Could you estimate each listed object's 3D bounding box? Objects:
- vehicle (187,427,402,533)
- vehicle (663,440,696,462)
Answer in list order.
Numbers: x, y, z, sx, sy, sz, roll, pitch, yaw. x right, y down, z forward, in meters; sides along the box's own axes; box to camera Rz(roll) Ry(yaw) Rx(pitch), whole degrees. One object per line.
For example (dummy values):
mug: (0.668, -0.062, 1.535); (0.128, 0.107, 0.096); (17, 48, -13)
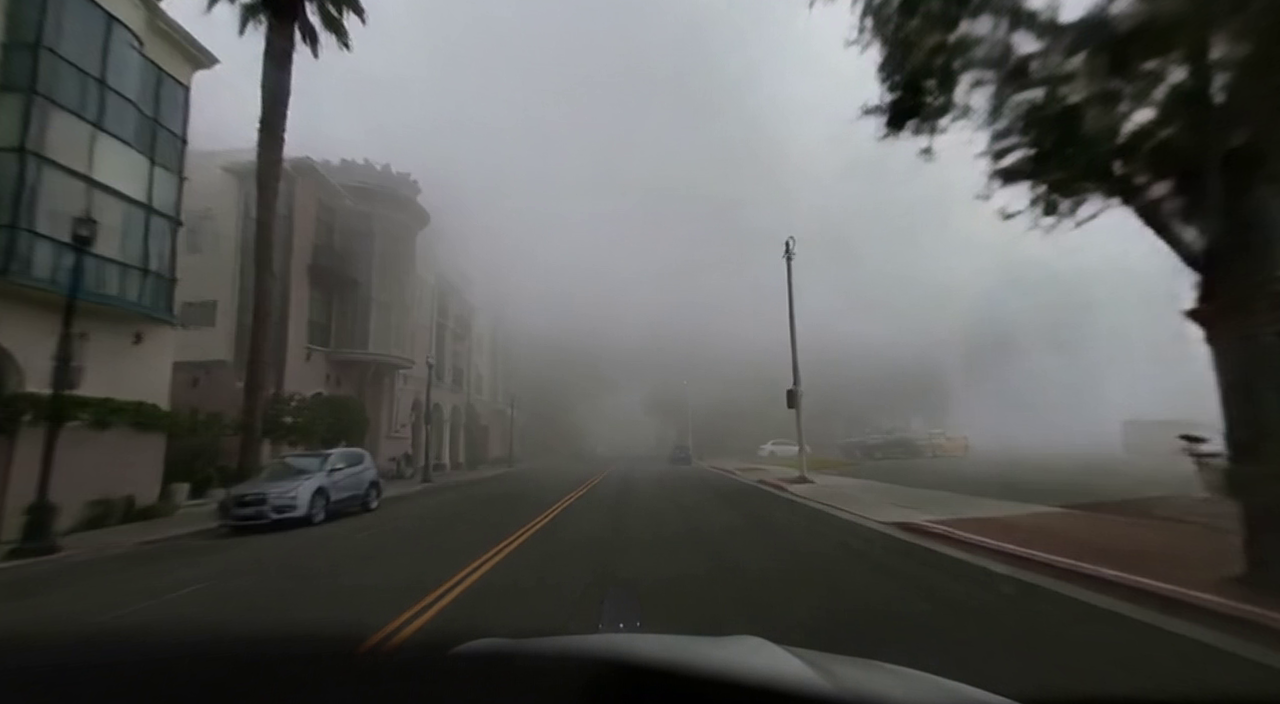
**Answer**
vehicle: (-6.621, 2.499, 12.819); (1.946, 1.640, 4.430); (-3, -9, -1)
vehicle: (2.856, 7.278, 46.510); (1.985, 1.543, 4.112); (0, -8, -2)
